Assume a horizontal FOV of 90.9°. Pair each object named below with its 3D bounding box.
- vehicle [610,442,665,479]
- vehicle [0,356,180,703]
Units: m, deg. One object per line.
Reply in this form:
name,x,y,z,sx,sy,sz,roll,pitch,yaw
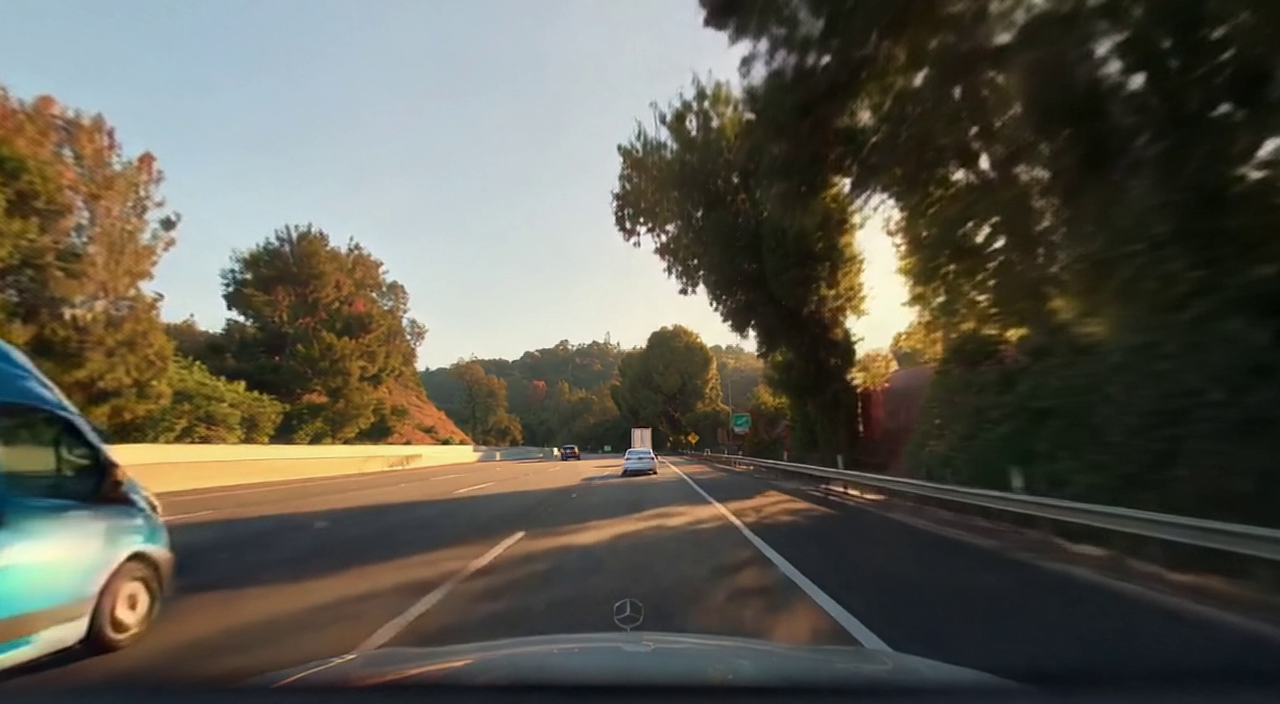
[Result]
vehicle,-0.077,4.711,27.695,2.238,1.479,3.672,0,-9,1
vehicle,-4.579,0.765,2.134,2.174,1.862,5.012,0,-9,1
